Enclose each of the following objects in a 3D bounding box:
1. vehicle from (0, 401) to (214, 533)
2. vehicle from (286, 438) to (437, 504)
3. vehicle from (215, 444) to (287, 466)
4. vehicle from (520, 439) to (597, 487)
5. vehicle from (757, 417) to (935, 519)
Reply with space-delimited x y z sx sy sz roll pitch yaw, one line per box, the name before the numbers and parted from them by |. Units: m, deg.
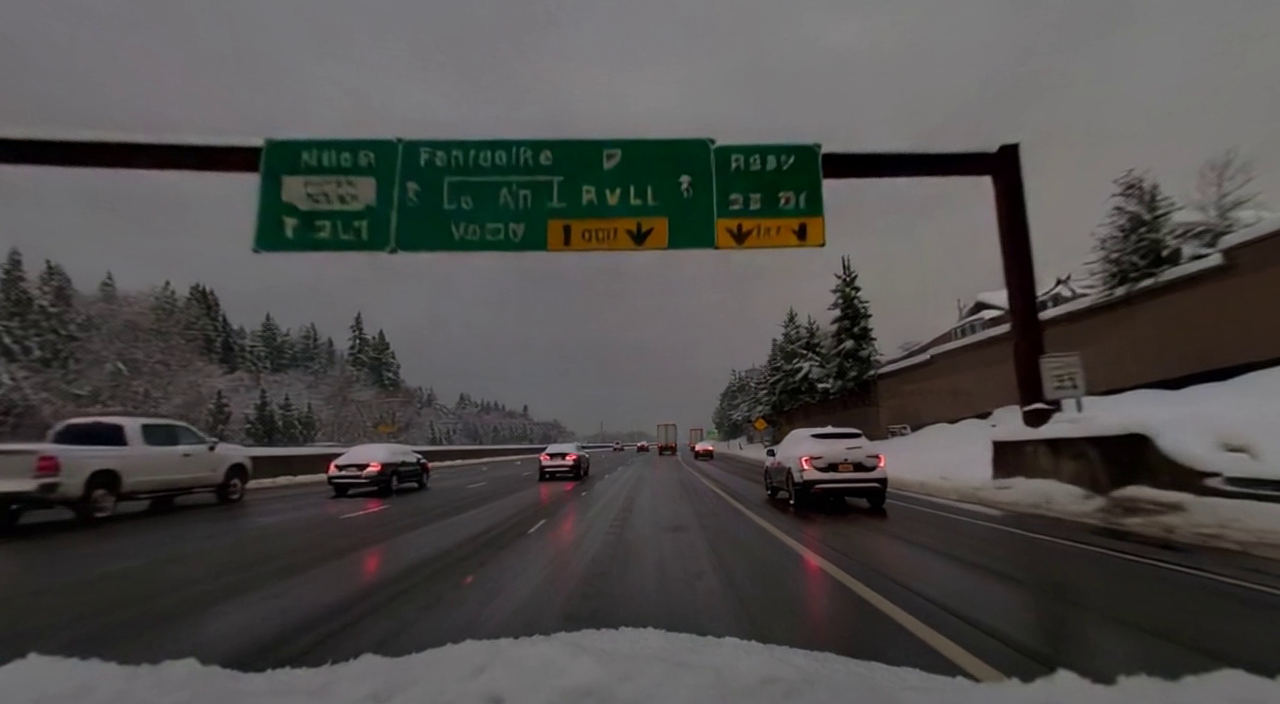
vehicle | -10.783 2.096 11.859 2.131 2.006 4.550 0 -8 1
vehicle | -6.952 2.989 16.235 1.909 1.482 4.140 0 -8 1
vehicle | -26.972 7.139 43.719 1.837 1.464 4.699 -1 -8 3
vehicle | -2.698 3.779 21.713 1.947 1.479 4.114 0 -8 2
vehicle | 3.926 2.321 13.026 2.108 1.709 4.703 0 -8 0
